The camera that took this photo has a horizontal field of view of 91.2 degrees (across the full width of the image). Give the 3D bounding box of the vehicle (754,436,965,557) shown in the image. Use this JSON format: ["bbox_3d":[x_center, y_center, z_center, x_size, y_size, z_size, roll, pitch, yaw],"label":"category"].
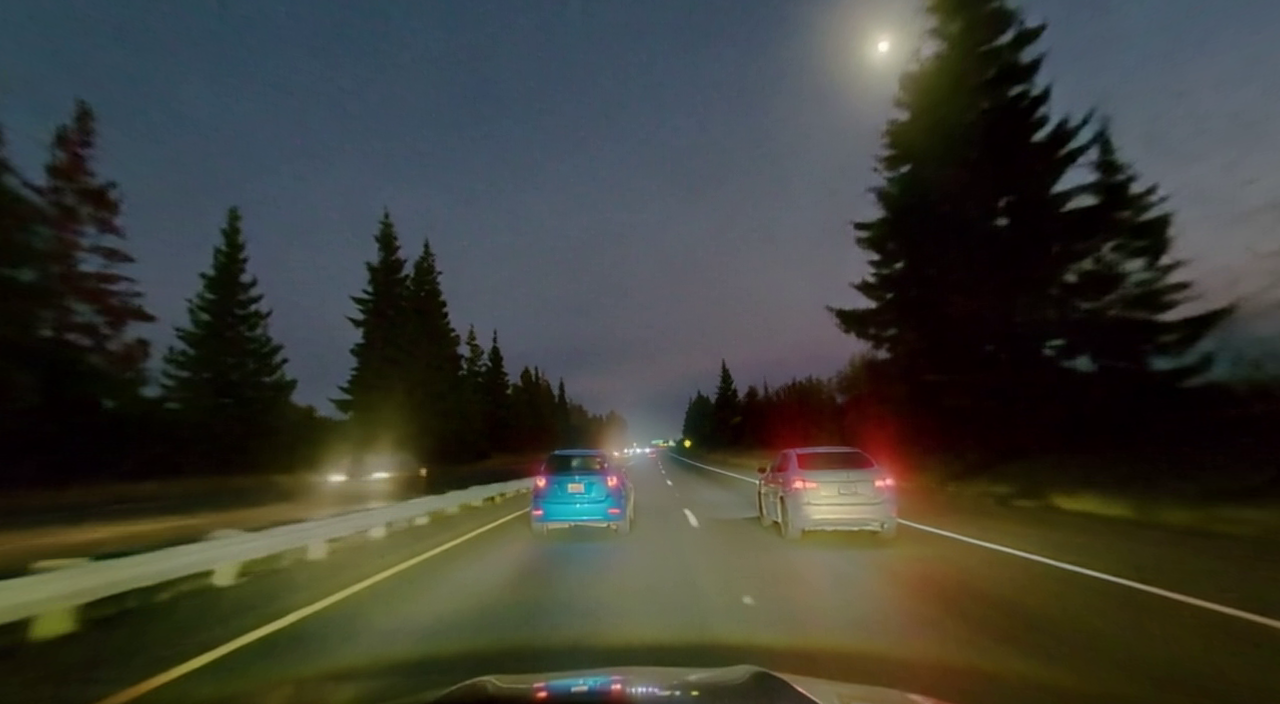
[{"bbox_3d":[3.198,2.179,10.150,2.021,1.533,4.014,-1,-9,2],"label":"vehicle"}]

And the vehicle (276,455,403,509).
[{"bbox_3d":[-9.660,4.171,20.575,1.937,1.521,4.208,-1,-9,2],"label":"vehicle"}]

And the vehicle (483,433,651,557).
[{"bbox_3d":[-0.902,2.153,10.147,2.083,1.548,4.251,-1,-9,2],"label":"vehicle"}]
